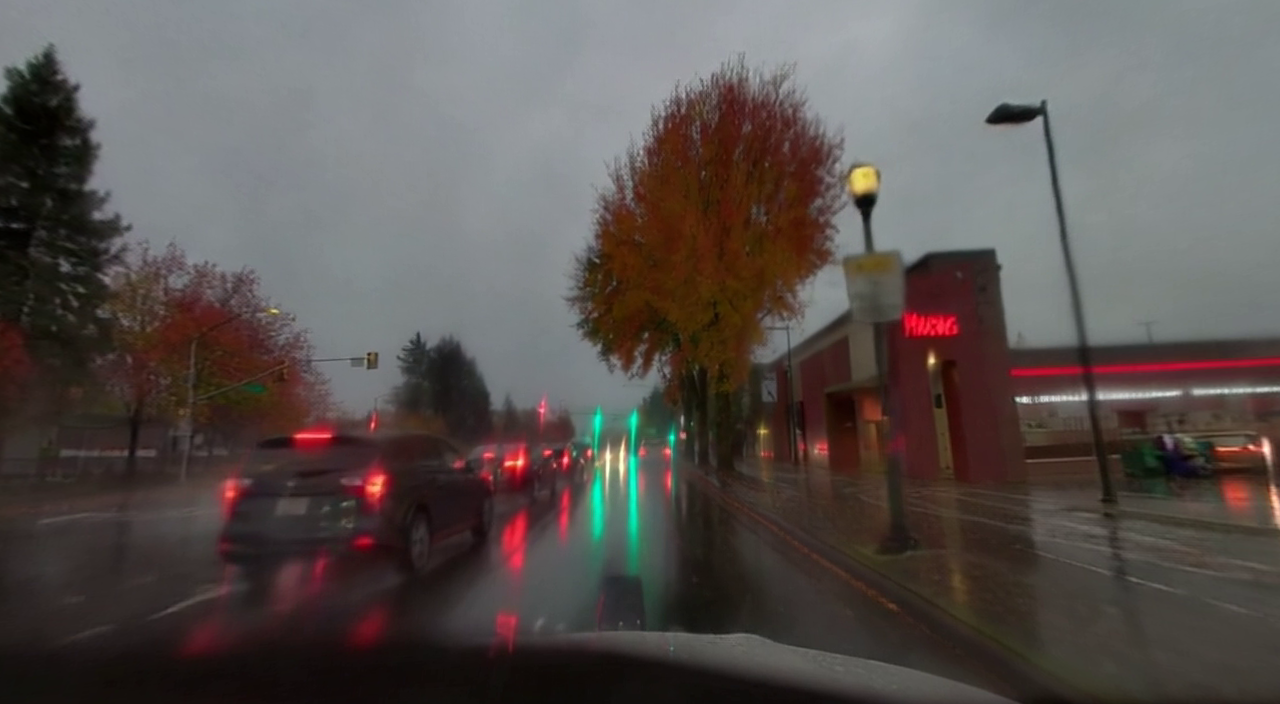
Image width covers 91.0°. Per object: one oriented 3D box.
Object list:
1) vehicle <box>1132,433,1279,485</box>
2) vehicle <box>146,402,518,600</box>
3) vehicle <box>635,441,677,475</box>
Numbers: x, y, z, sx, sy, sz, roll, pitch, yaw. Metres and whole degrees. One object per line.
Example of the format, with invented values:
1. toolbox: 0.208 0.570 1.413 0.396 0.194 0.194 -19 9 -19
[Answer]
1. vehicle: 20.523 3.820 22.810 1.917 1.675 4.450 0 -8 3
2. vehicle: -3.095 1.613 7.721 2.165 1.663 4.513 0 -9 1
3. vehicle: 0.829 5.641 33.806 2.144 1.704 4.028 0 -8 1
